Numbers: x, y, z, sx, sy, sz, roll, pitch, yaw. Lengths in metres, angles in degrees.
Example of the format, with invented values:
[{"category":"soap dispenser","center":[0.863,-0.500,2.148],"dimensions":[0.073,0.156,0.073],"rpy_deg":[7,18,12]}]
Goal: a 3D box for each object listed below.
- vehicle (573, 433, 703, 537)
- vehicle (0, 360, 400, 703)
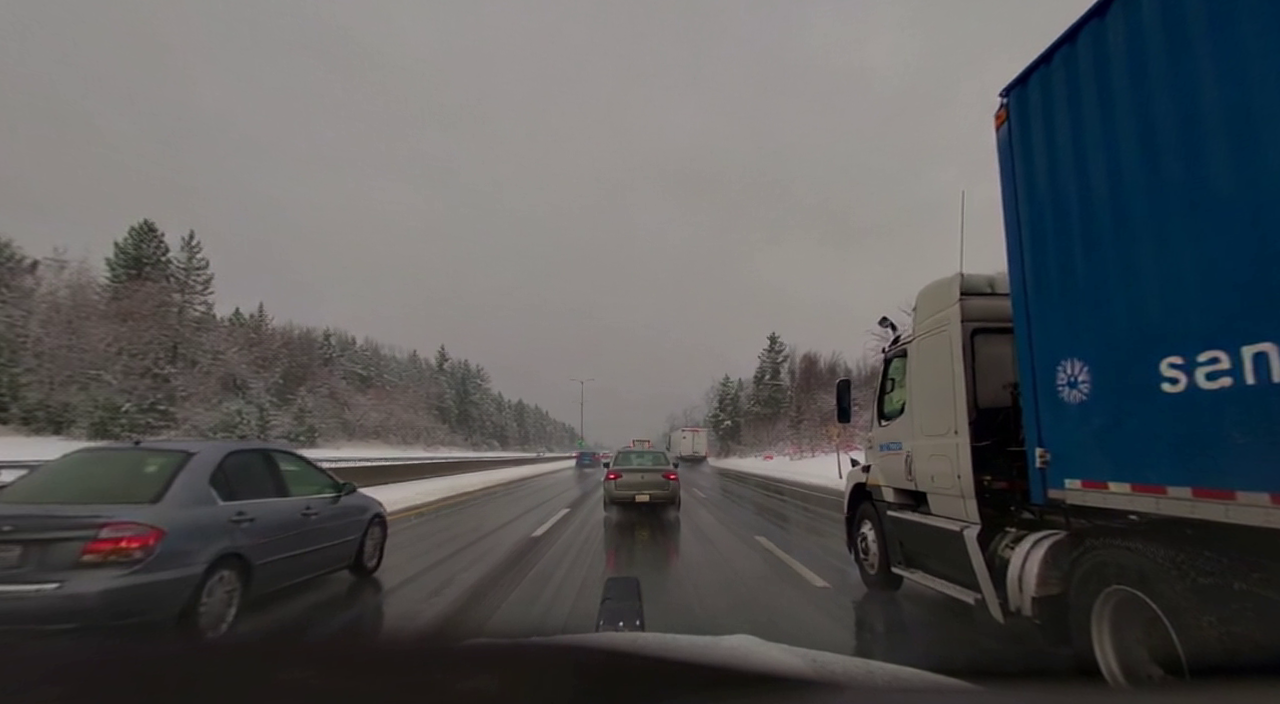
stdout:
[{"category":"vehicle","center":[-0.046,2.317,11.434],"dimensions":[1.973,1.574,3.426],"rpy_deg":[0,-9,-1]},{"category":"vehicle","center":[-3.473,1.136,4.084],"dimensions":[1.985,1.671,4.604],"rpy_deg":[0,-9,0]}]
